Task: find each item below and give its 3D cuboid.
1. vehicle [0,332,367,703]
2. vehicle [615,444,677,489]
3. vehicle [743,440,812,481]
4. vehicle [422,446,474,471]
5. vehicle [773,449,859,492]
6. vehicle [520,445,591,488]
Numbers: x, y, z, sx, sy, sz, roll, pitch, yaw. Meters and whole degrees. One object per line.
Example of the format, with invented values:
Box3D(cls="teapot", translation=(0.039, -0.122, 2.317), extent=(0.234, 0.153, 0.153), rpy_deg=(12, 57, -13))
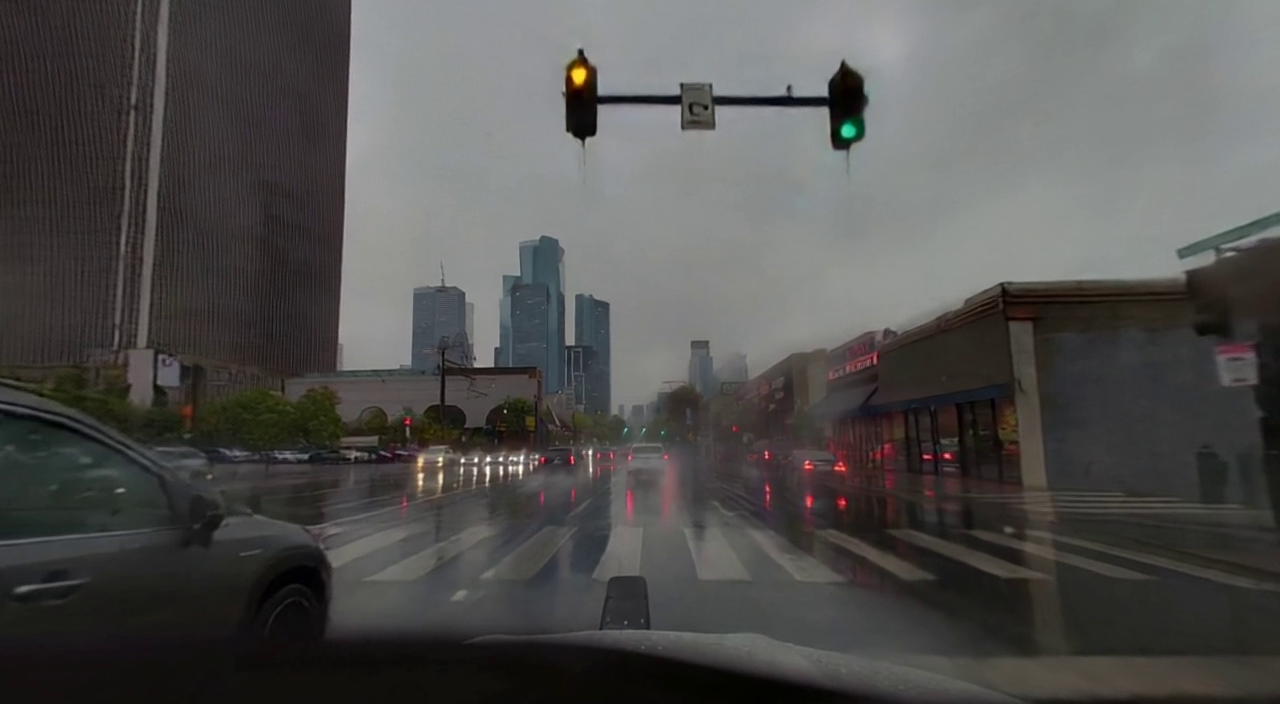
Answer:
Box3D(cls="vehicle", translation=(-2.933, 0.800, 2.041), extent=(2.049, 1.646, 4.445), rpy_deg=(0, -9, 1))
Box3D(cls="vehicle", translation=(0.223, 4.095, 22.949), extent=(2.037, 1.484, 4.073), rpy_deg=(0, -9, 1))
Box3D(cls="vehicle", translation=(6.609, 5.280, 30.940), extent=(2.159, 1.817, 5.056), rpy_deg=(0, -9, -1))
Box3D(cls="vehicle", translation=(-13.565, 7.543, 44.818), extent=(2.064, 1.643, 4.593), rpy_deg=(0, -9, 2))
Box3D(cls="vehicle", translation=(6.529, 4.410, 23.909), extent=(1.944, 1.462, 4.406), rpy_deg=(0, -9, 0))
Box3D(cls="vehicle", translation=(-3.071, 4.271, 23.878), extent=(1.950, 1.450, 4.257), rpy_deg=(0, -9, 2))
